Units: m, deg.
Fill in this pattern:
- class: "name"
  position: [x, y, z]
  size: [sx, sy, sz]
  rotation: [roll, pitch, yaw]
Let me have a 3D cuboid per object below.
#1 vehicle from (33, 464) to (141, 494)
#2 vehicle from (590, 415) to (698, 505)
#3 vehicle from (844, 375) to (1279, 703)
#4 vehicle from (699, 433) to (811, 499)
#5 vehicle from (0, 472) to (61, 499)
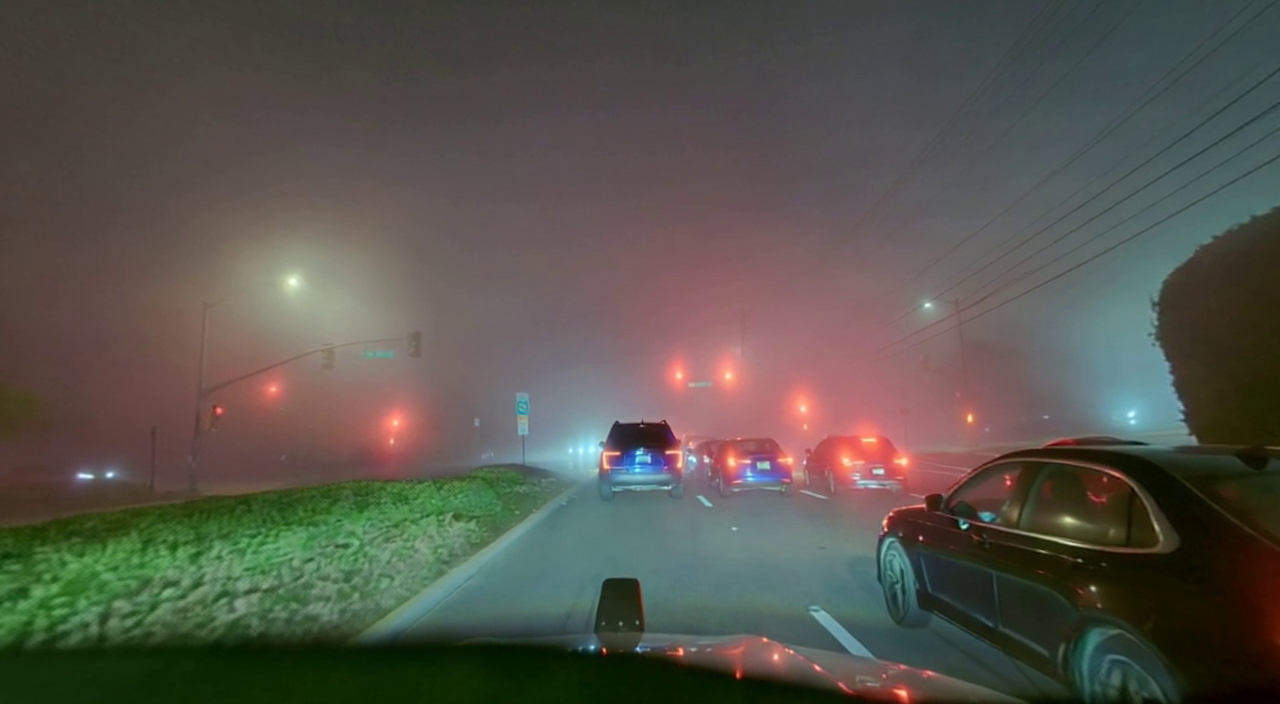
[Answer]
- class: "vehicle"
  position: [-33.227, 7.629, 38.070]
  size: [4.550, 1.601, 1.766]
  rotation: [1, -9, -7]
- class: "vehicle"
  position: [0.069, 2.603, 15.574]
  size: [2.236, 1.856, 4.816]
  rotation: [0, -9, 0]
- class: "vehicle"
  position: [2.780, 1.016, 3.215]
  size: [2.004, 1.460, 4.297]
  rotation: [0, -9, -1]
- class: "vehicle"
  position: [2.830, 2.923, 16.614]
  size: [2.025, 1.477, 4.333]
  rotation: [0, -9, -1]
- class: "vehicle"
  position: [-37.964, 7.969, 37.708]
  size: [4.625, 1.455, 2.029]
  rotation: [0, -9, -4]
